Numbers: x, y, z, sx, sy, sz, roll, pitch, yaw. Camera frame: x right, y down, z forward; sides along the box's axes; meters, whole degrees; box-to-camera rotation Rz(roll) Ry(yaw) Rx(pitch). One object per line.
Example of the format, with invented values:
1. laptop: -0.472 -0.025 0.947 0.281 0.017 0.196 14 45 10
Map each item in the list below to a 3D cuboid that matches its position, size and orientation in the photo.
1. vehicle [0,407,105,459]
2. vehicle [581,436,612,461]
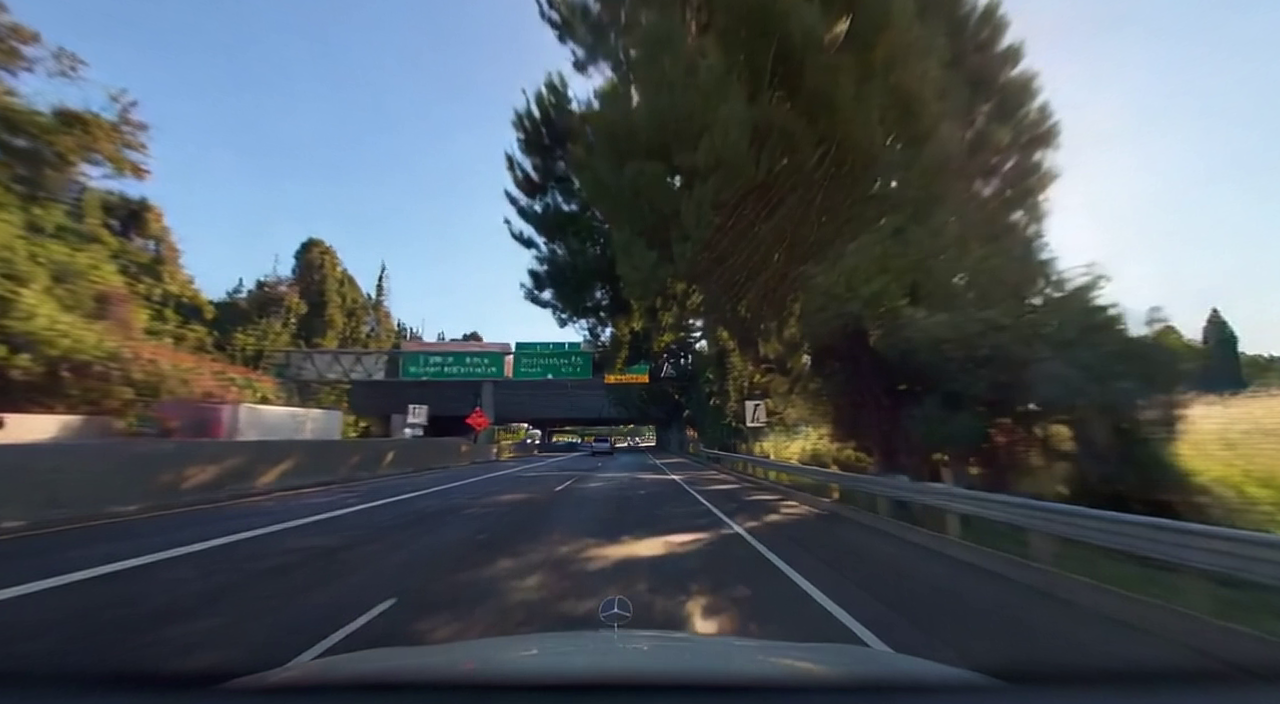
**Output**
1. vehicle: -38.978 5.129 39.345 2.930 3.039 9.292 0 -8 0
2. vehicle: -3.338 7.456 48.980 2.188 1.825 4.282 0 -8 -2
